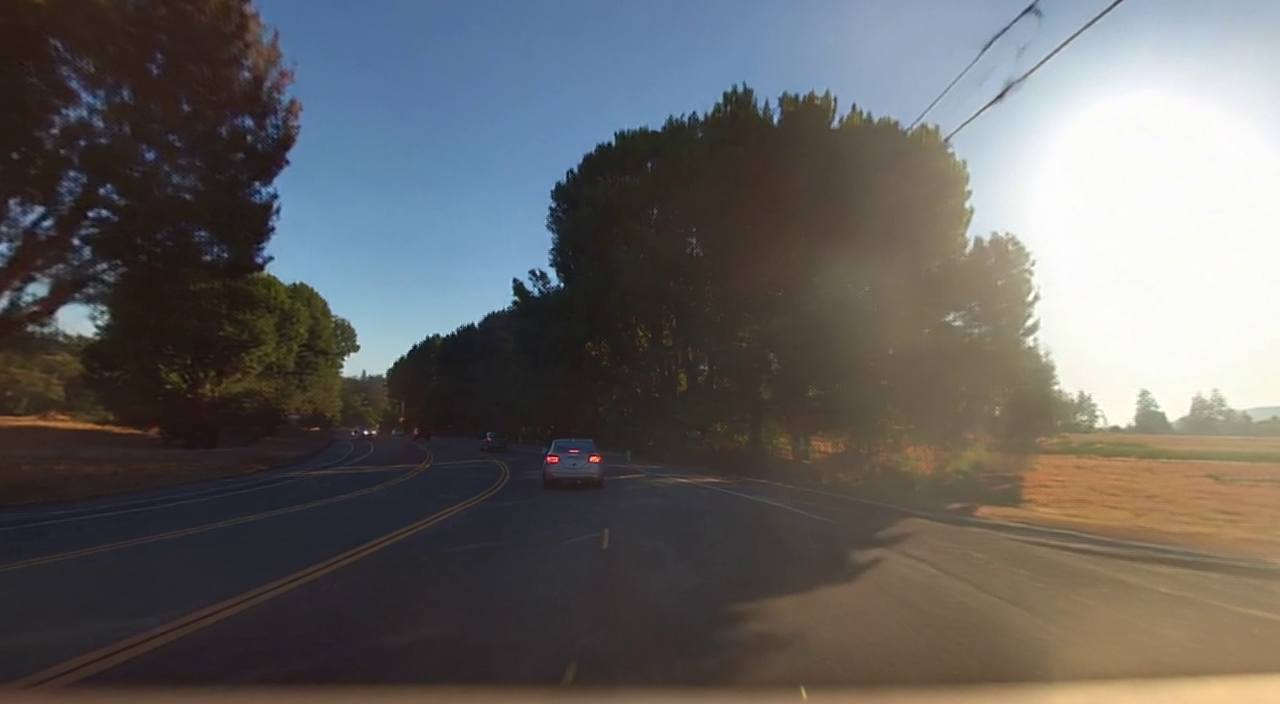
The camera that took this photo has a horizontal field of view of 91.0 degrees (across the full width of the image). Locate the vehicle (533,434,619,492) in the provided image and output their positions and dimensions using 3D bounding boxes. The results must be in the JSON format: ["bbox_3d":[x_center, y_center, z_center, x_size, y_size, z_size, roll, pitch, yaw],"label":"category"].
[{"bbox_3d":[-2.026,3.282,19.009,2.296,1.510,4.068,1,-8,-9],"label":"vehicle"}]

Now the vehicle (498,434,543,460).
[{"bbox_3d":[-7.388,5.825,38.684,2.080,1.530,3.719,3,-9,-20],"label":"vehicle"}]
